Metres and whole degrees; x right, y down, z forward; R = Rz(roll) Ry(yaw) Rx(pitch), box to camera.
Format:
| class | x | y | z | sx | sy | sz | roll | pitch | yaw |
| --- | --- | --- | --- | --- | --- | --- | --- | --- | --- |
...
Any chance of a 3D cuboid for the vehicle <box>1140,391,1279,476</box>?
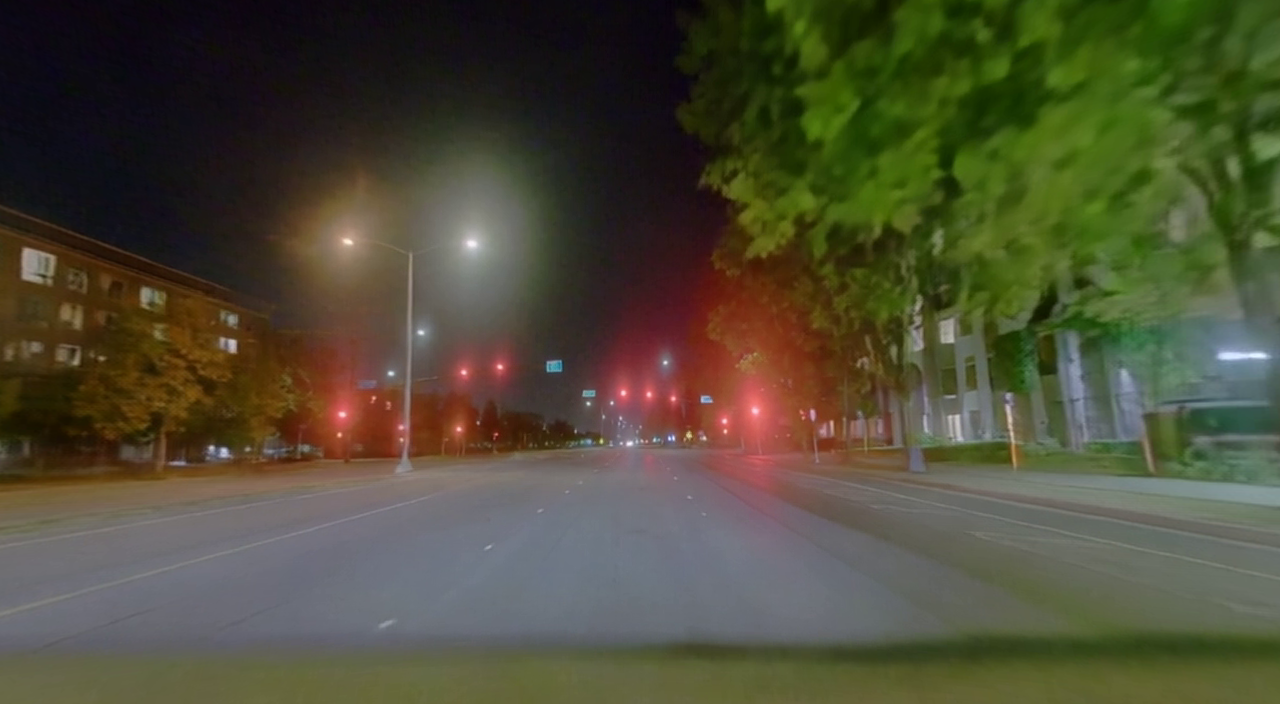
| class | x | y | z | sx | sy | sz | roll | pitch | yaw |
| --- | --- | --- | --- | --- | --- | --- | --- | --- | --- |
| vehicle | 16.385 | 2.297 | 17.620 | 1.951 | 2.131 | 3.345 | 0 | -9 | -1 |
